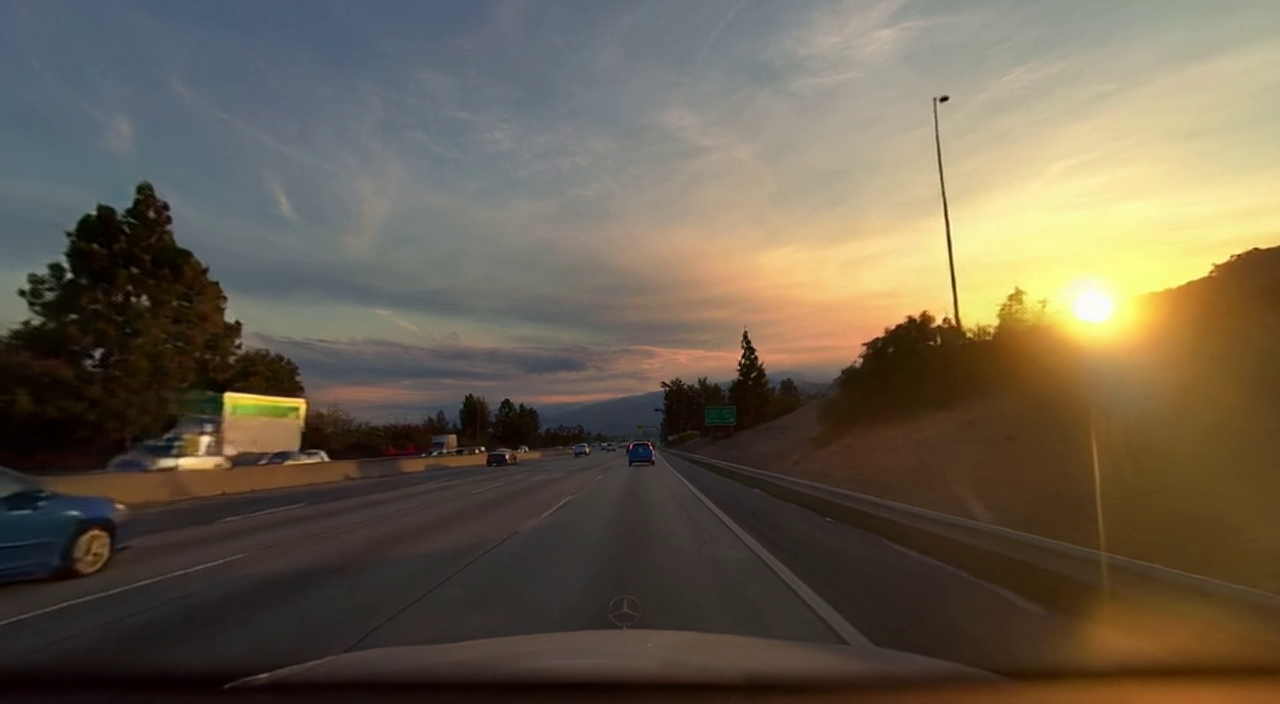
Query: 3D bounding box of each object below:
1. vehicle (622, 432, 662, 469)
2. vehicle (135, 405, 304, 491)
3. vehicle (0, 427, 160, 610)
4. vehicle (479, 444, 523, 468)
[{"bbox_3d":[0.103,6.153,39.491,2.318,2.145,4.561,0,-8,0],"label":"vehicle"},{"bbox_3d":[-14.184,3.313,21.792,2.499,2.625,4.804,0,-9,-1],"label":"vehicle"},{"bbox_3d":[-6.633,1.383,5.024,2.116,1.570,4.377,0,-8,0],"label":"vehicle"},{"bbox_3d":[-10.122,7.587,46.140,2.037,1.661,4.885,0,-8,1],"label":"vehicle"}]
